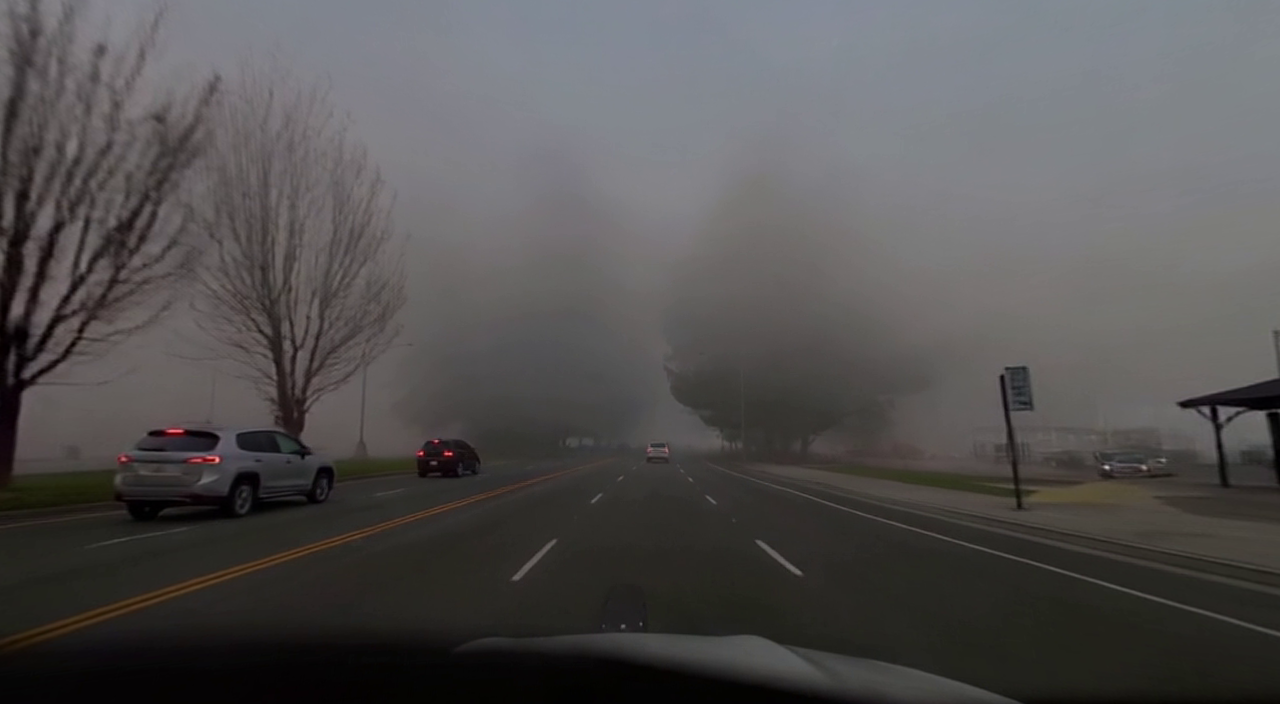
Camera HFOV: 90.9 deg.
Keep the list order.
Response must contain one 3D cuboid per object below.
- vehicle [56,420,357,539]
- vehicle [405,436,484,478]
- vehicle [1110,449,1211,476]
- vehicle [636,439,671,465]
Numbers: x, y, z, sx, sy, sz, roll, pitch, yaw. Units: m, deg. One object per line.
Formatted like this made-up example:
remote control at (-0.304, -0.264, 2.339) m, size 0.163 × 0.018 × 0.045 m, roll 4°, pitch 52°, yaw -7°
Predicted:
vehicle at (-7.460, 2.228, 11.651) m, size 2.181 × 1.728 × 4.515 m, roll 0°, pitch -9°, yaw 3°
vehicle at (-9.019, 4.887, 29.574) m, size 2.097 × 1.782 × 4.682 m, roll 0°, pitch -9°, yaw 2°
vehicle at (31.876, 6.768, 38.843) m, size 1.966 × 1.494 × 4.685 m, roll 1°, pitch -9°, yaw -6°
vehicle at (1.028, 7.206, 45.543) m, size 2.345 × 1.803 × 4.261 m, roll 0°, pitch -9°, yaw 3°
